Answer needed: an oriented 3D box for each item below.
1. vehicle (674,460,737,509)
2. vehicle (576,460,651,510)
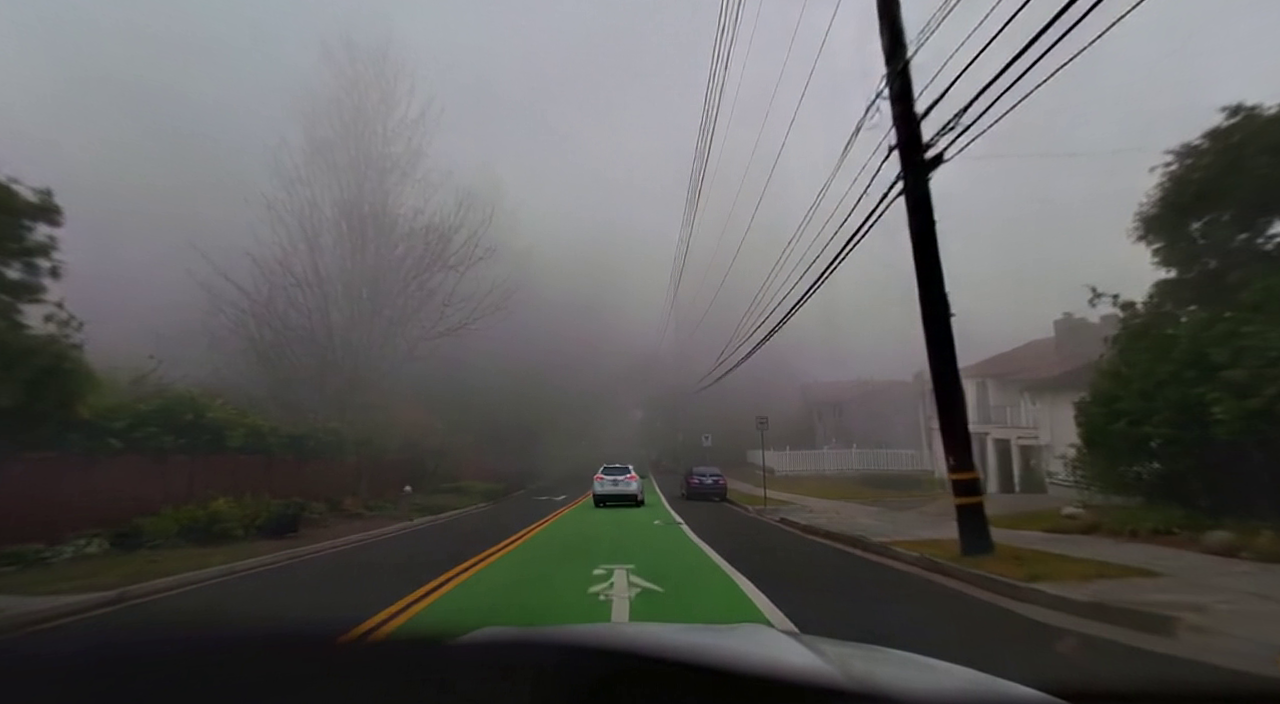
[{"bbox_3d":[2.559,5.306,25.706,1.909,1.694,4.472,0,-8,-2],"label":"vehicle"},{"bbox_3d":[-0.838,4.694,22.723,2.235,1.500,4.496,-1,-8,3],"label":"vehicle"}]
